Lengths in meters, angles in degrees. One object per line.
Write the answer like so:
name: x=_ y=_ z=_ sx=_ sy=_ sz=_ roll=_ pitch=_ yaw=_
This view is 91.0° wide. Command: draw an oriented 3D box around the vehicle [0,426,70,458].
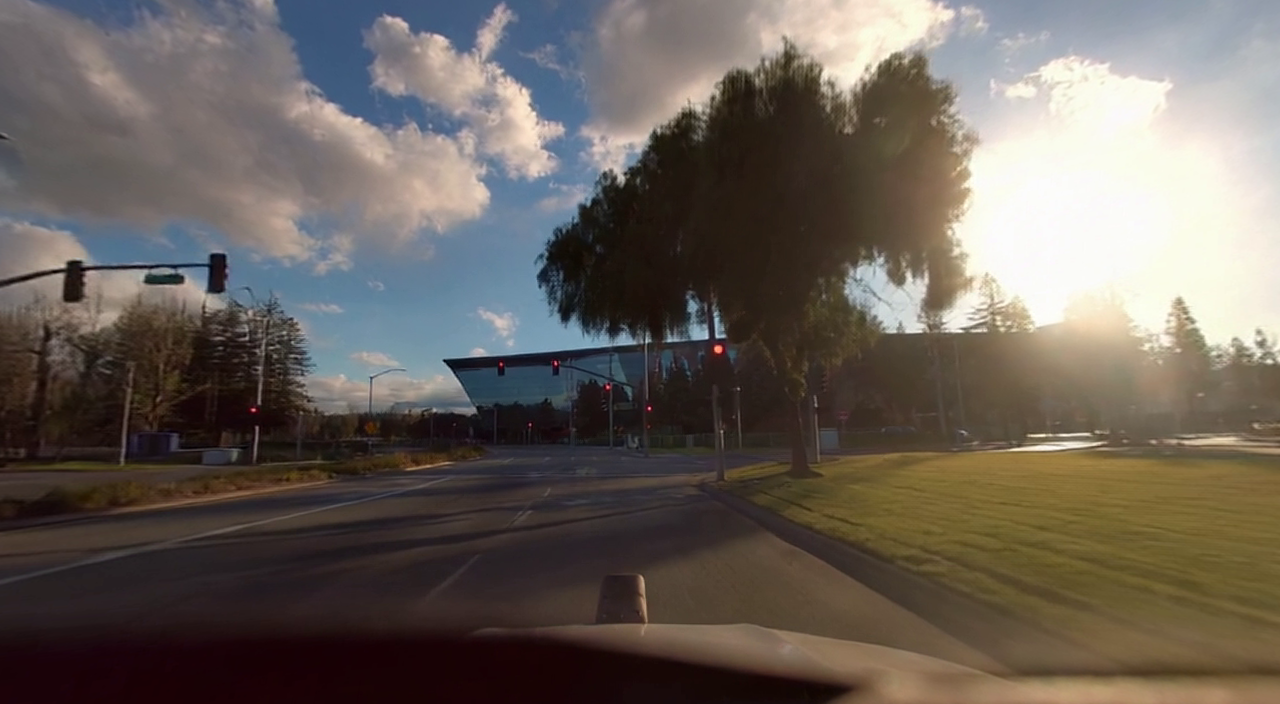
vehicle: x=-41.838 y=6.061 z=42.257 sx=2.119 sy=2.013 sz=5.475 roll=1 pitch=-9 yaw=-3
